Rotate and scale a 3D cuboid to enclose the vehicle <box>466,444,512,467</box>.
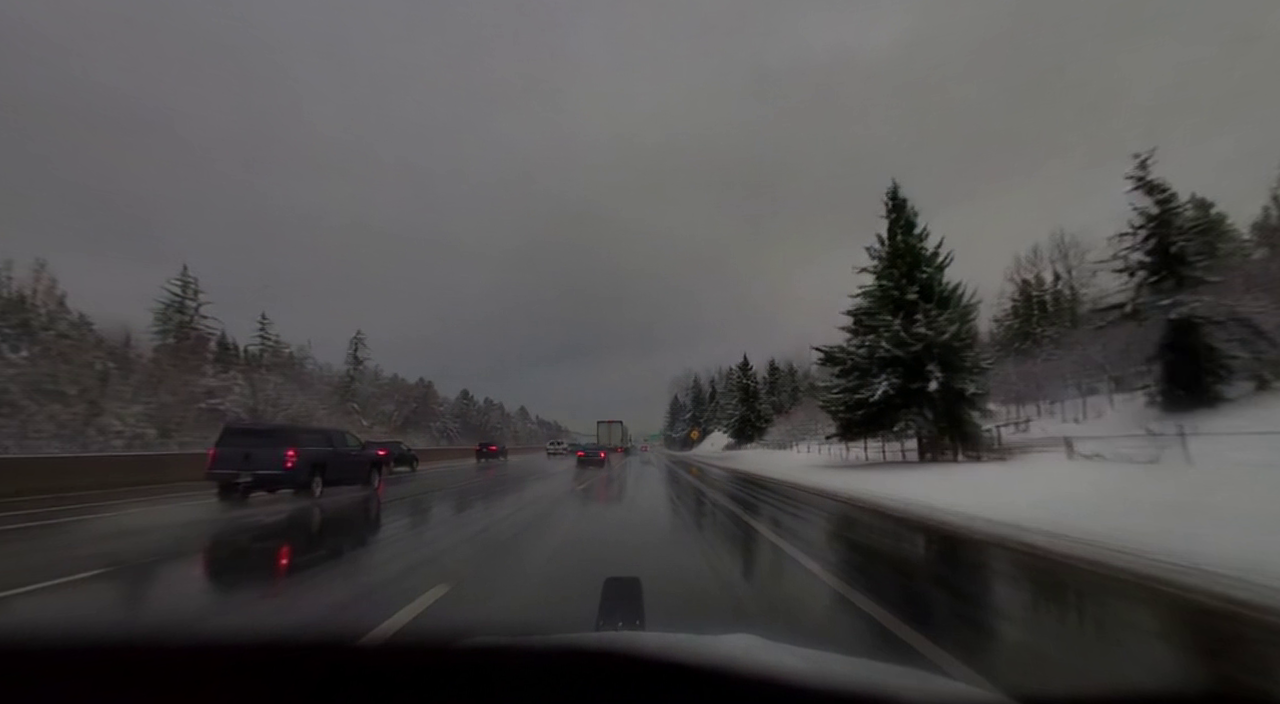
[{"bbox_3d":[-10.516,7.222,44.241,2.036,1.506,4.358,0,-9,1],"label":"vehicle"}]

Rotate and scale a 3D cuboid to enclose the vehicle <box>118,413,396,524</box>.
[{"bbox_3d":[-7.316,2.305,13.064,2.115,1.778,5.572,0,-9,2],"label":"vehicle"}]

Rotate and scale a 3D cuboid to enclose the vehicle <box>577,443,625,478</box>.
[{"bbox_3d":[-1.790,5.118,30.055,1.931,1.528,4.126,0,-9,1],"label":"vehicle"}]
